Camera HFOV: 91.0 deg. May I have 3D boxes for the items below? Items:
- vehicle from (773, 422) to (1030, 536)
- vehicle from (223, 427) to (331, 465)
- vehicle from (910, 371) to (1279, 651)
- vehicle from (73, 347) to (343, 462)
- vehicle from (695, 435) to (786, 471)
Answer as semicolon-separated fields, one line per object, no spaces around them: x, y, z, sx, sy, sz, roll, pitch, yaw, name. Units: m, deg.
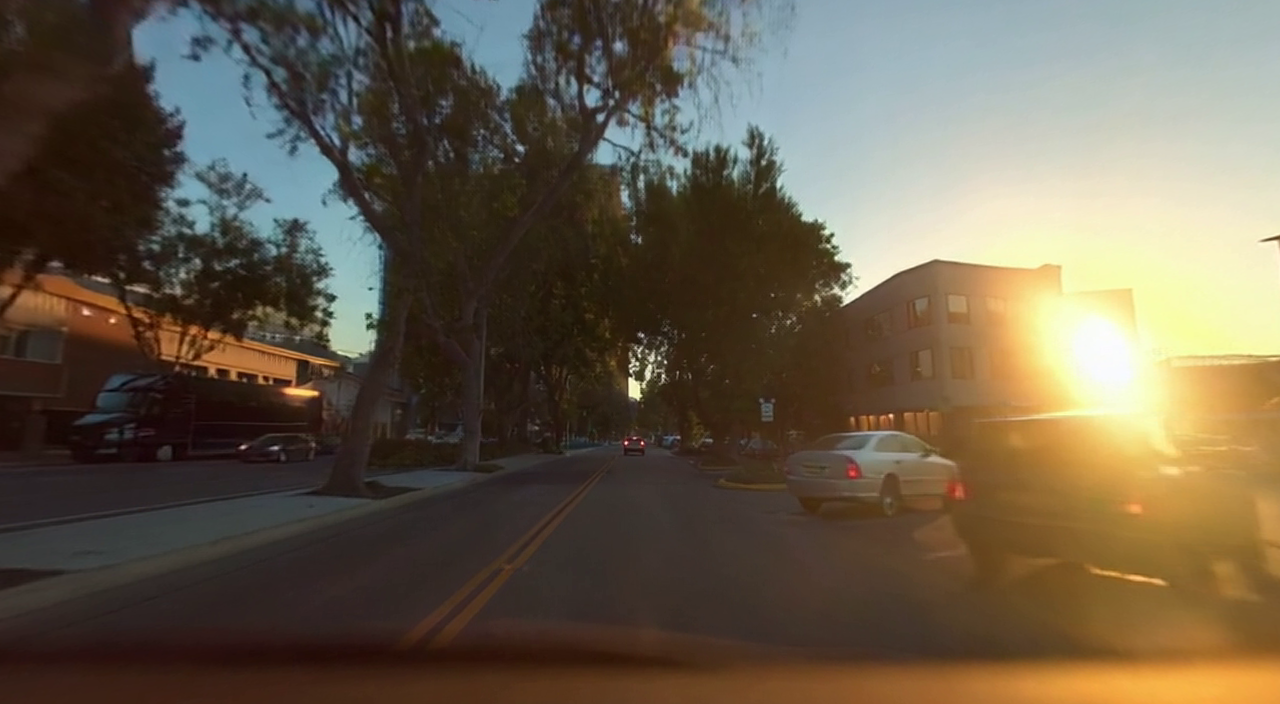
4.518;1.977;10.546;4.720;1.487;1.876;6;-10;-39;vehicle
-15.553;4.074;27.315;1.909;1.465;4.758;0;-8;-1;vehicle
4.781;1.233;5.976;4.585;1.660;1.969;6;-10;-37;vehicle
-18.910;2.879;29.831;3.054;4.140;14.110;-1;-8;-1;vehicle
4.559;4.520;28.504;3.896;1.488;1.868;6;-10;-38;vehicle
